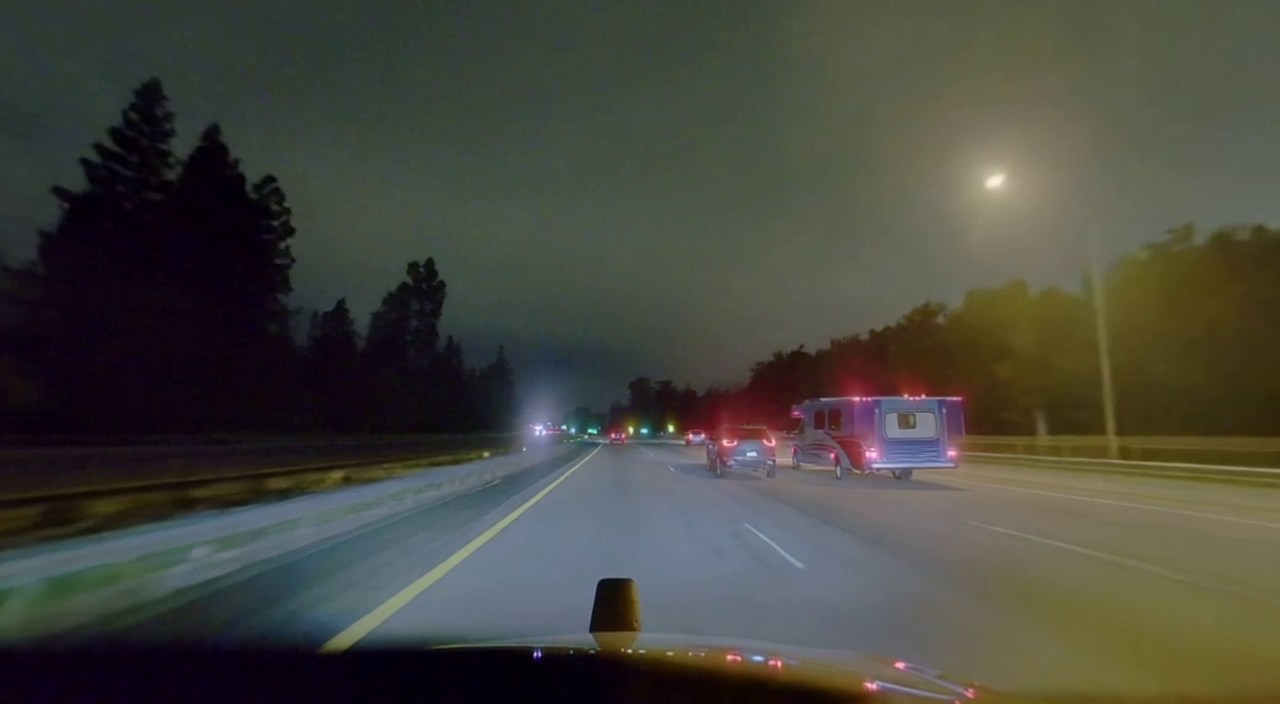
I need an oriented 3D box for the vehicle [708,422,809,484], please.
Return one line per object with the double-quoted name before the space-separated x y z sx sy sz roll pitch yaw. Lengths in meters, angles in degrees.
"vehicle" 3.246 2.861 18.144 2.002 1.569 3.845 0 -8 -3
